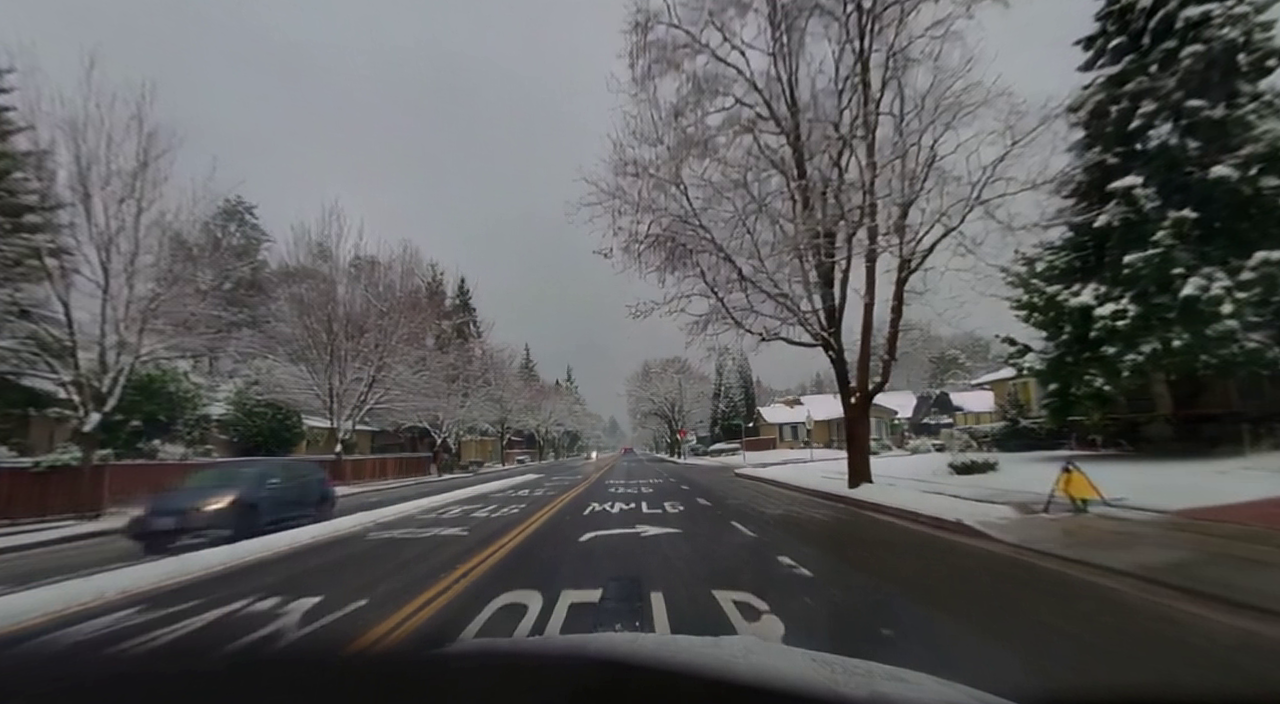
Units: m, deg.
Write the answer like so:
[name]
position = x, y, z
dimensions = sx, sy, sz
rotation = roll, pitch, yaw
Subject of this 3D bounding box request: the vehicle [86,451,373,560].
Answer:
[vehicle]
position = -6.909, 2.582, 11.491
dimensions = 2.006, 1.501, 4.789
rotation = 0, -9, 0
